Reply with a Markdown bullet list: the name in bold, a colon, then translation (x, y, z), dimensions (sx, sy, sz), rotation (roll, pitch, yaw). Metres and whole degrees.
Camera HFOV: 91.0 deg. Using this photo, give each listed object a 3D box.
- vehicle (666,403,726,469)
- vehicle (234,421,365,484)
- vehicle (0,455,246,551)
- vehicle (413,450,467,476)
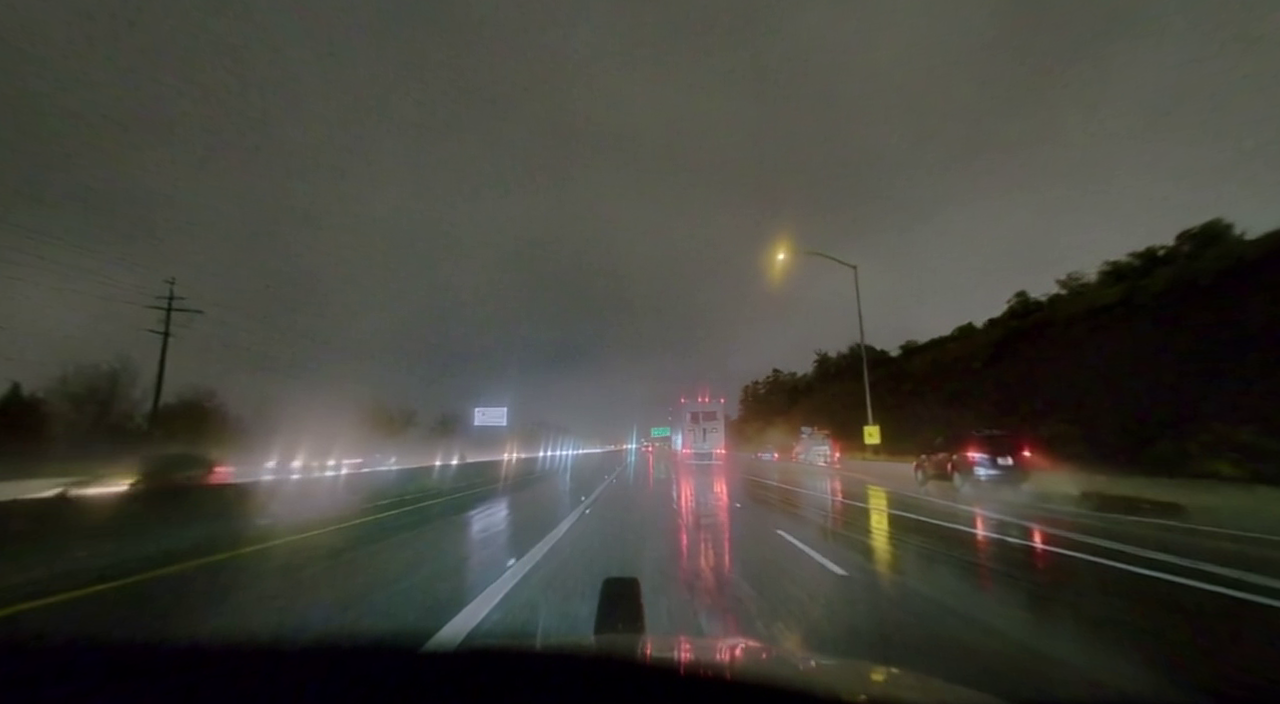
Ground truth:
- **vehicle**: translation (3.880, 6.547, 47.937), dimensions (3.028, 4.181, 15.972), rotation (0, -9, 0)
- **vehicle**: translation (-21.546, 6.493, 40.771), dimensions (2.969, 3.586, 9.558), rotation (0, -9, 1)
- **vehicle**: translation (-10.360, 2.829, 12.585), dimensions (1.933, 1.504, 4.606), rotation (0, -9, 1)
- **vehicle**: translation (-13.814, 7.683, 43.885), dimensions (2.171, 1.691, 4.552), rotation (0, -9, 1)
